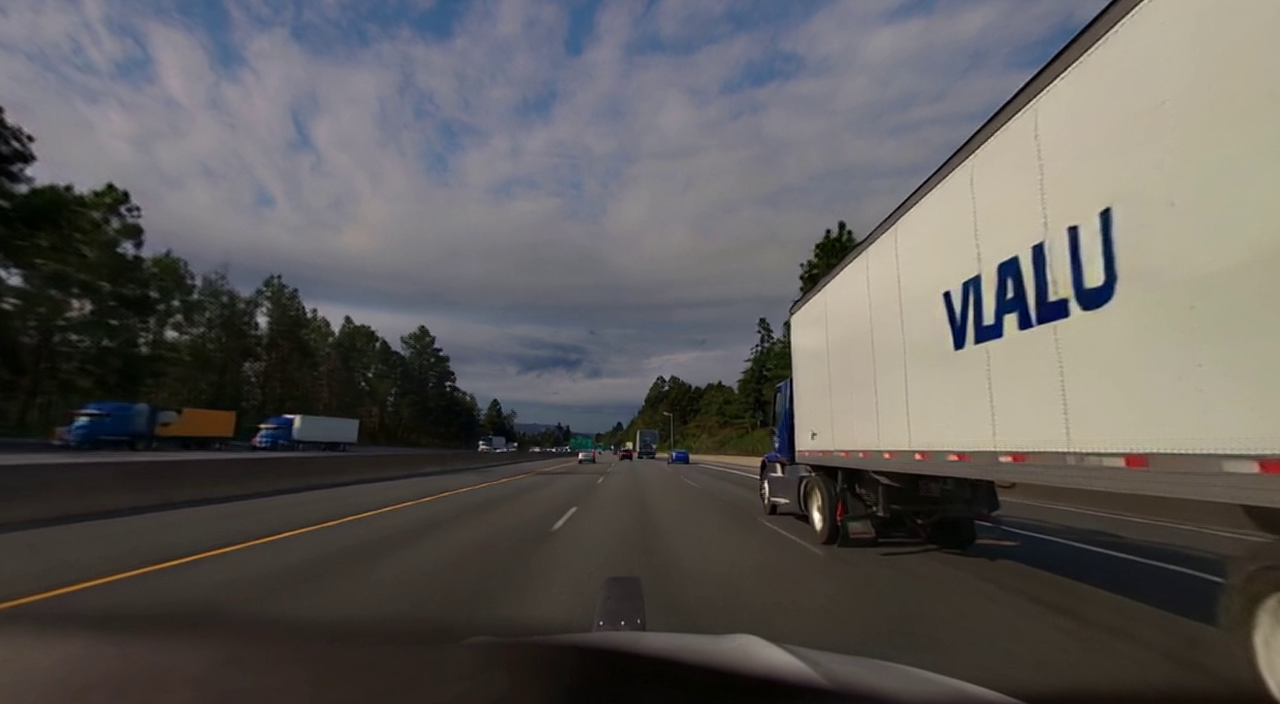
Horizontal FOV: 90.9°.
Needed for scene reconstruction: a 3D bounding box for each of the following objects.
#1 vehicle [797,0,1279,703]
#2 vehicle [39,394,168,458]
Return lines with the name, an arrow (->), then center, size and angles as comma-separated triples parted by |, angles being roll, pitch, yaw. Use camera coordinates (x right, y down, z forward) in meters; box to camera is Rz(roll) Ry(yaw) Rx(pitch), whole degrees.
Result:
vehicle -> 4.277, -0.112, 3.489 | 2.847, 4.075, 14.244 | 0, -9, -1
vehicle -> -35.304, 5.022, 41.826 | 2.899, 3.870, 6.026 | -1, -9, 3
